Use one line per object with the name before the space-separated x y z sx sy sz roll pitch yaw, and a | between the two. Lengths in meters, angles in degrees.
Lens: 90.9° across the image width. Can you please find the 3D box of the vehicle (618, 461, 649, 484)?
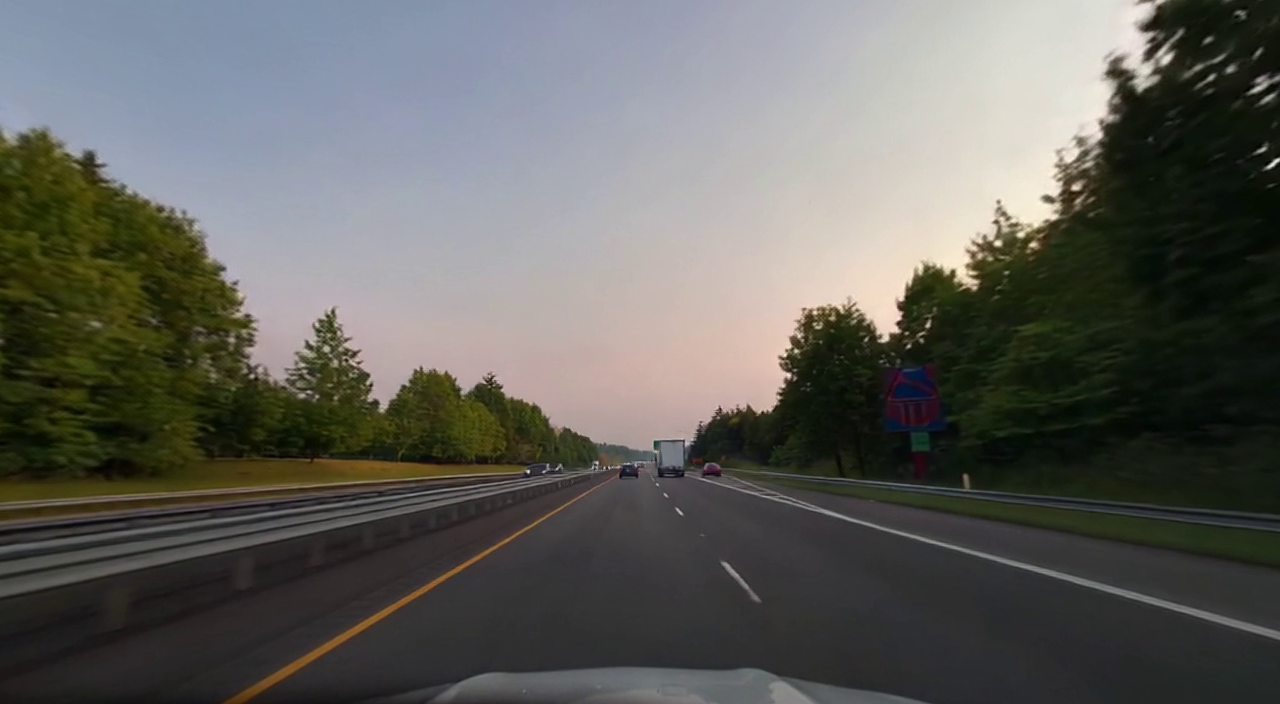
vehicle | -0.450 8.151 42.768 2.025 1.452 3.927 1 -10 0
